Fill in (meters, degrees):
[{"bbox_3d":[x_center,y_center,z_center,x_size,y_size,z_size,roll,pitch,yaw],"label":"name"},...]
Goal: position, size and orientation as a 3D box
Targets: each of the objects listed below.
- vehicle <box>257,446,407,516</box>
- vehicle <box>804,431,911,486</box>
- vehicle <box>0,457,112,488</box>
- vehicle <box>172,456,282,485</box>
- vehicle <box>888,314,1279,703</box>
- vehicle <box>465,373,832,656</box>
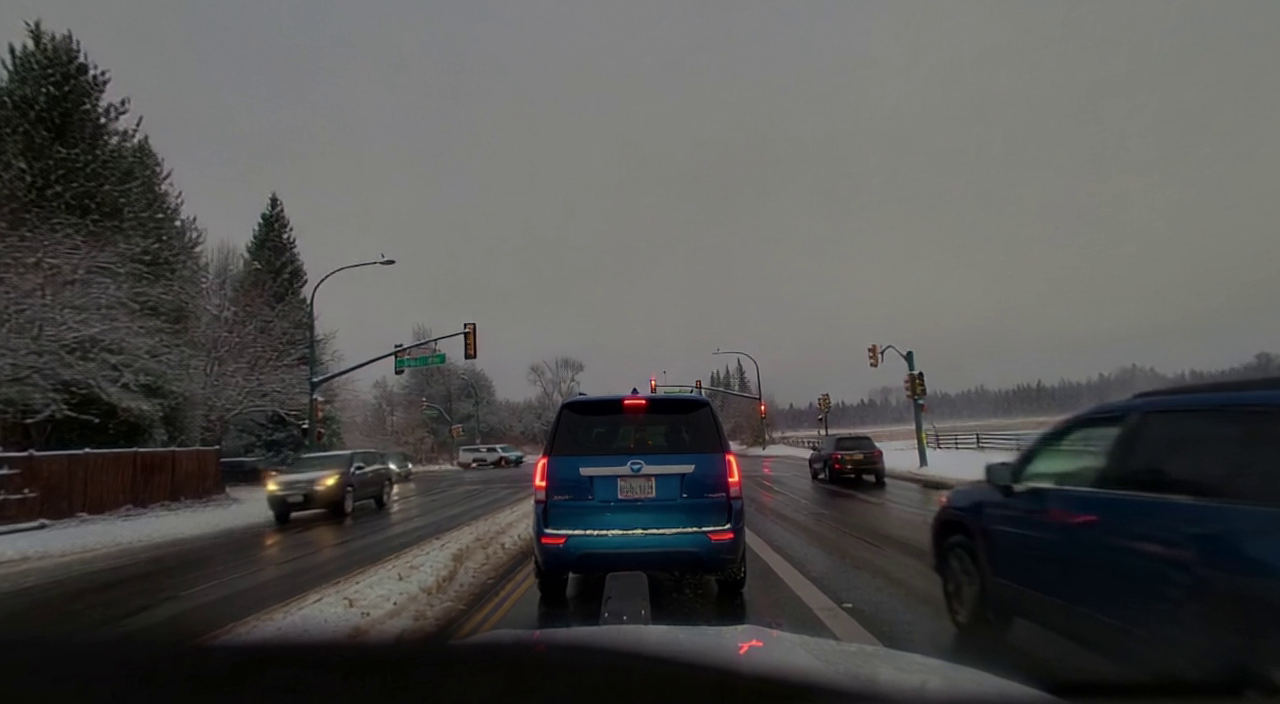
[{"bbox_3d":[-8.062,3.358,17.083,2.192,1.606,4.510,1,-8,-6],"label":"vehicle"},{"bbox_3d":[7.091,3.518,21.118,2.012,1.636,4.352,0,-8,0],"label":"vehicle"},{"bbox_3d":[-33.233,6.831,35.748,4.605,1.626,2.251,0,-8,2],"label":"vehicle"},{"bbox_3d":[-22.534,6.457,34.490,4.559,1.458,2.265,-1,-8,7],"label":"vehicle"},{"bbox_3d":[3.267,0.866,2.998,2.340,1.693,4.516,0,-8,0],"label":"vehicle"},{"bbox_3d":[0.043,1.321,6.117,2.298,1.770,4.138,0,-8,0],"label":"vehicle"}]
